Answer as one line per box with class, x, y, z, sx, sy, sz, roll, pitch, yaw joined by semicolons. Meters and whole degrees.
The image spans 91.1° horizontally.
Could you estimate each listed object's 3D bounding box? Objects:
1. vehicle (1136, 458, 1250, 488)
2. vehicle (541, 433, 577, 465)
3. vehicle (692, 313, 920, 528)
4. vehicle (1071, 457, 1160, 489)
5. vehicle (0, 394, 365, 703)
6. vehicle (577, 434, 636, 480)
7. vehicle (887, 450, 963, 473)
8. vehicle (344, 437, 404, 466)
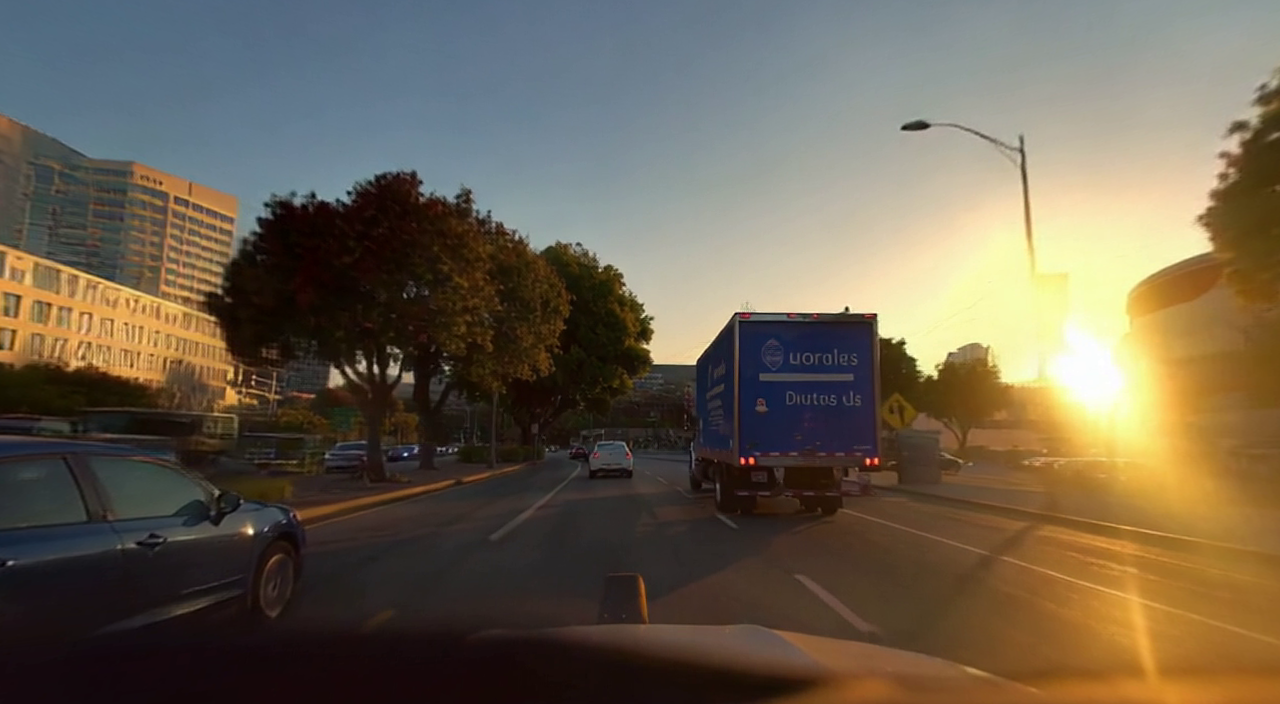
vehicle;31.750;6.918;36.227;1.838;1.507;4.518;3;-9;-16
vehicle;-5.868;7.104;46.111;2.269;2.181;5.787;1;-9;-4
vehicle;3.140;1.747;14.879;2.905;3.644;8.441;0;-9;-1
vehicle;25.338;6.393;33.449;4.391;1.492;1.972;4;-10;-28
vehicle;-3.646;1.128;3.901;1.828;1.515;4.422;0;-9;0
vehicle;-1.482;4.527;27.411;2.388;1.811;4.455;1;-9;-4
vehicle;19.680;7.531;43.348;4.684;1.477;2.079;4;-9;-24
vehicle;-17.654;6.648;42.011;2.101;1.813;5.343;1;-9;-5
